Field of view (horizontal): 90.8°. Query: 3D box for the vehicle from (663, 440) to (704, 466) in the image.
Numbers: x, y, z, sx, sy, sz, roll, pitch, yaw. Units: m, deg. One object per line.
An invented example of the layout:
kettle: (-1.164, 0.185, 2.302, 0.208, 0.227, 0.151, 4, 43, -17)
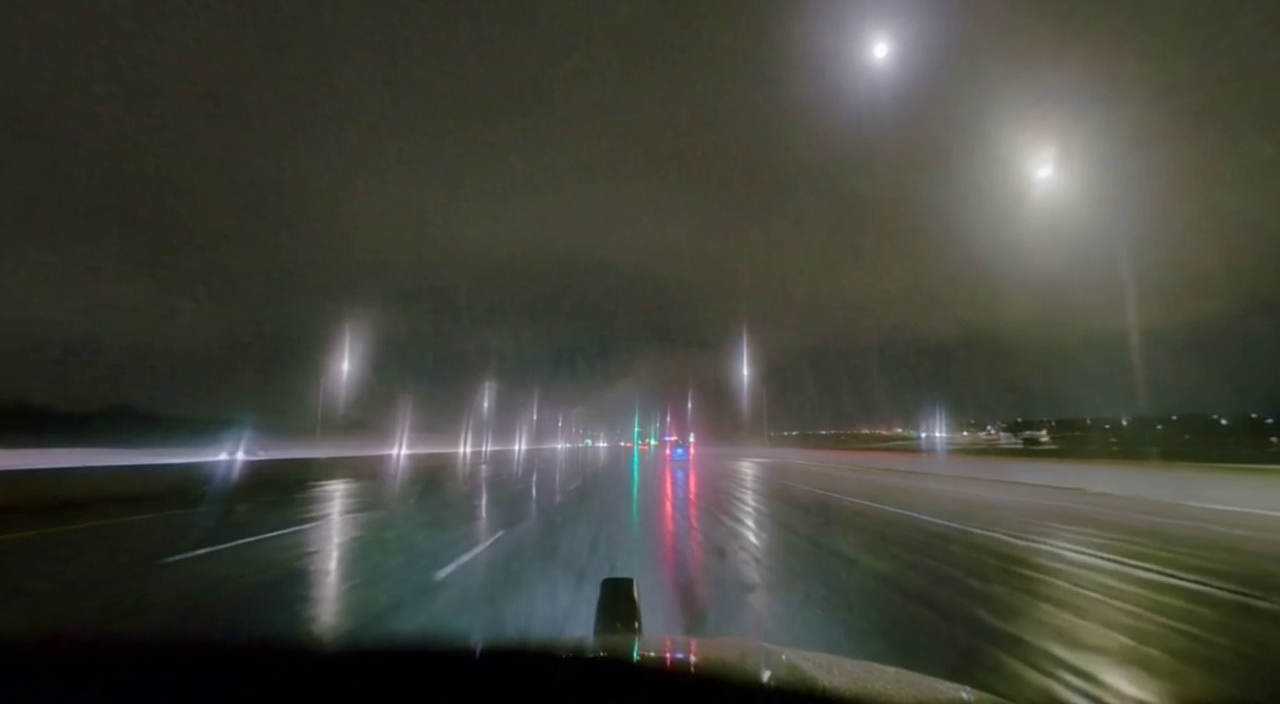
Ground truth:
vehicle: (2.766, 6.504, 40.937, 2.270, 1.615, 3.770, 0, -8, -2)
